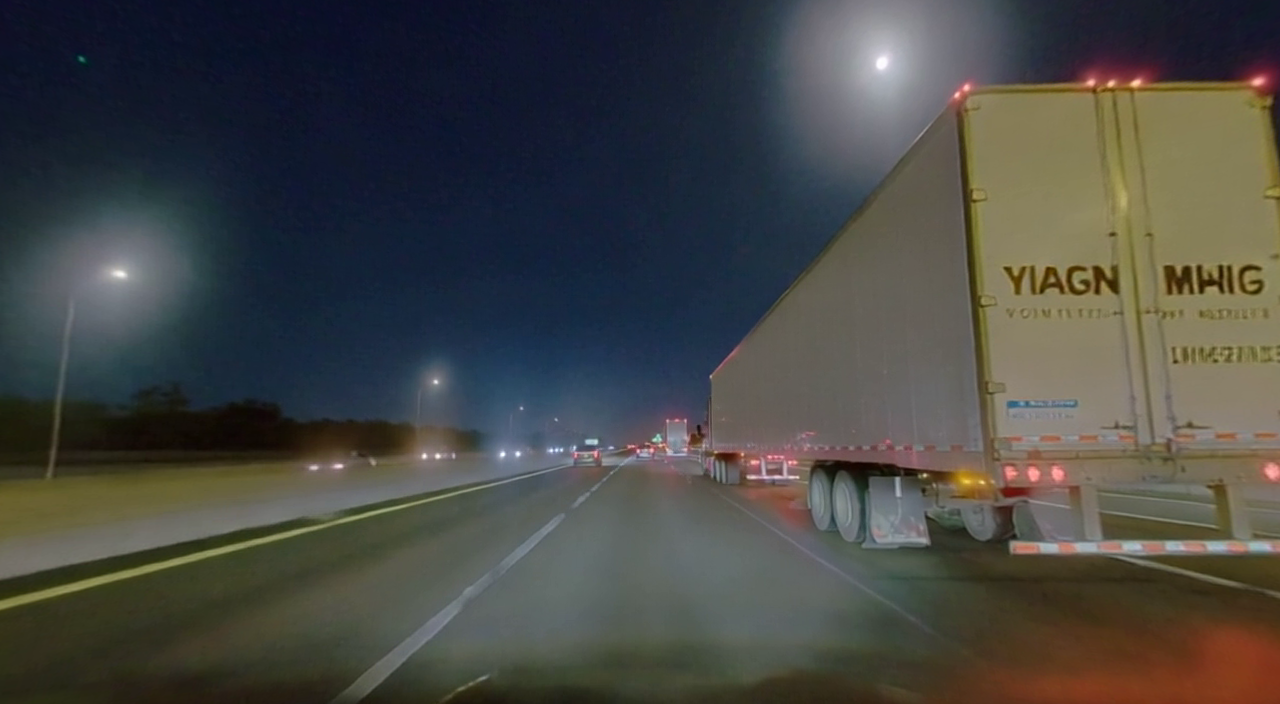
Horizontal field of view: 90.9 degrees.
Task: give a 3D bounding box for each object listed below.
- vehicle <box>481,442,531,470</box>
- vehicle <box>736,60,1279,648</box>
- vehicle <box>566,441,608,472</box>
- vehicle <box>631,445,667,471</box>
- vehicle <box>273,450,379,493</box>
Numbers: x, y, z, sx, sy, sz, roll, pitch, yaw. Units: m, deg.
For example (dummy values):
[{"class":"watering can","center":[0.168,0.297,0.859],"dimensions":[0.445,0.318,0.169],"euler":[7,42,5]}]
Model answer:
[{"class":"vehicle","center":[-8.629,6.734,41.066],"dimensions":[2.076,1.678,5.116],"euler":[0,-9,1]},{"class":"vehicle","center":[3.968,0.814,10.549],"dimensions":[2.821,4.077,12.562],"euler":[0,-9,0]},{"class":"vehicle","center":[-3.088,6.196,37.531],"dimensions":[2.058,1.711,4.226],"euler":[0,-9,1]},{"class":"vehicle","center":[0.535,6.534,39.030],"dimensions":[2.063,1.469,4.208],"euler":[0,-9,0]},{"class":"vehicle","center":[-12.192,4.620,24.859],"dimensions":[1.839,1.503,4.410],"euler":[0,-9,1]}]
